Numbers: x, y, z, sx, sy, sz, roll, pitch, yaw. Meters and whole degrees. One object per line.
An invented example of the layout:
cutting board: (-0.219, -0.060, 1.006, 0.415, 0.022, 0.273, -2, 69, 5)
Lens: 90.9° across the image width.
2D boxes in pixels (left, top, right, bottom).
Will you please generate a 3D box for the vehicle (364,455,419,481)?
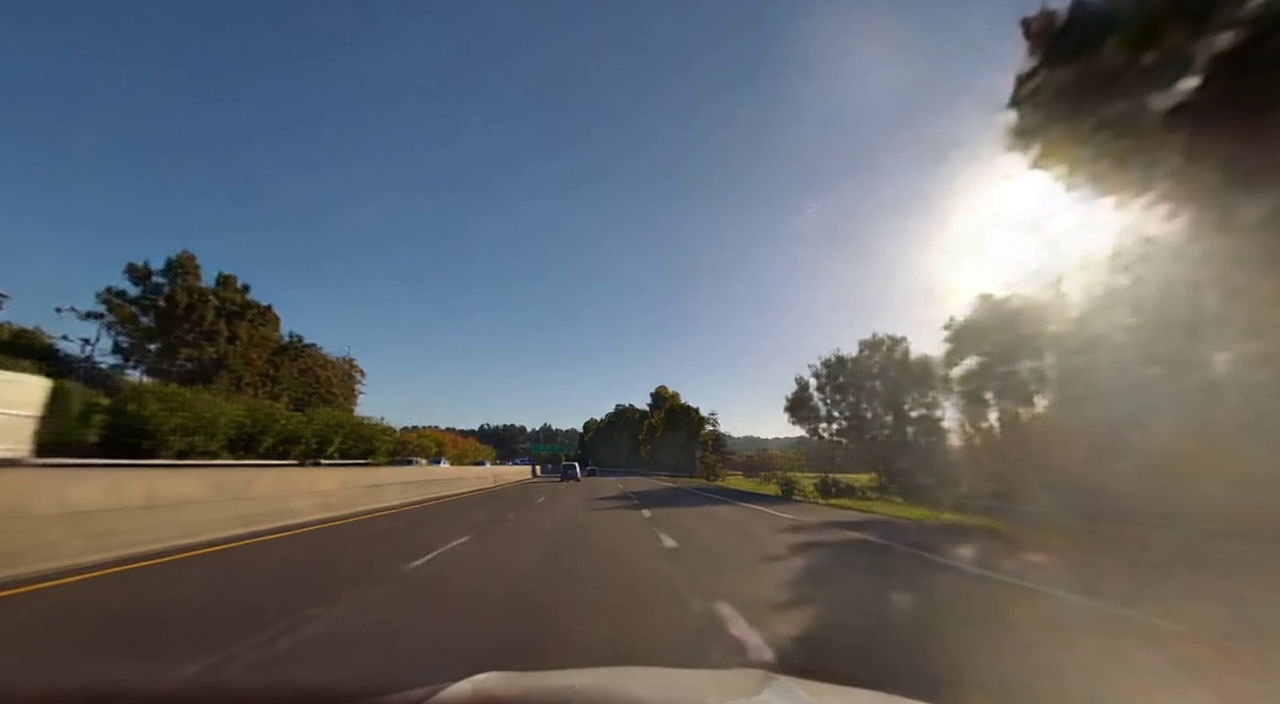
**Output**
vehicle: (-15.394, 7.228, 39.330, 1.841, 1.485, 4.529, 1, -10, -3)
